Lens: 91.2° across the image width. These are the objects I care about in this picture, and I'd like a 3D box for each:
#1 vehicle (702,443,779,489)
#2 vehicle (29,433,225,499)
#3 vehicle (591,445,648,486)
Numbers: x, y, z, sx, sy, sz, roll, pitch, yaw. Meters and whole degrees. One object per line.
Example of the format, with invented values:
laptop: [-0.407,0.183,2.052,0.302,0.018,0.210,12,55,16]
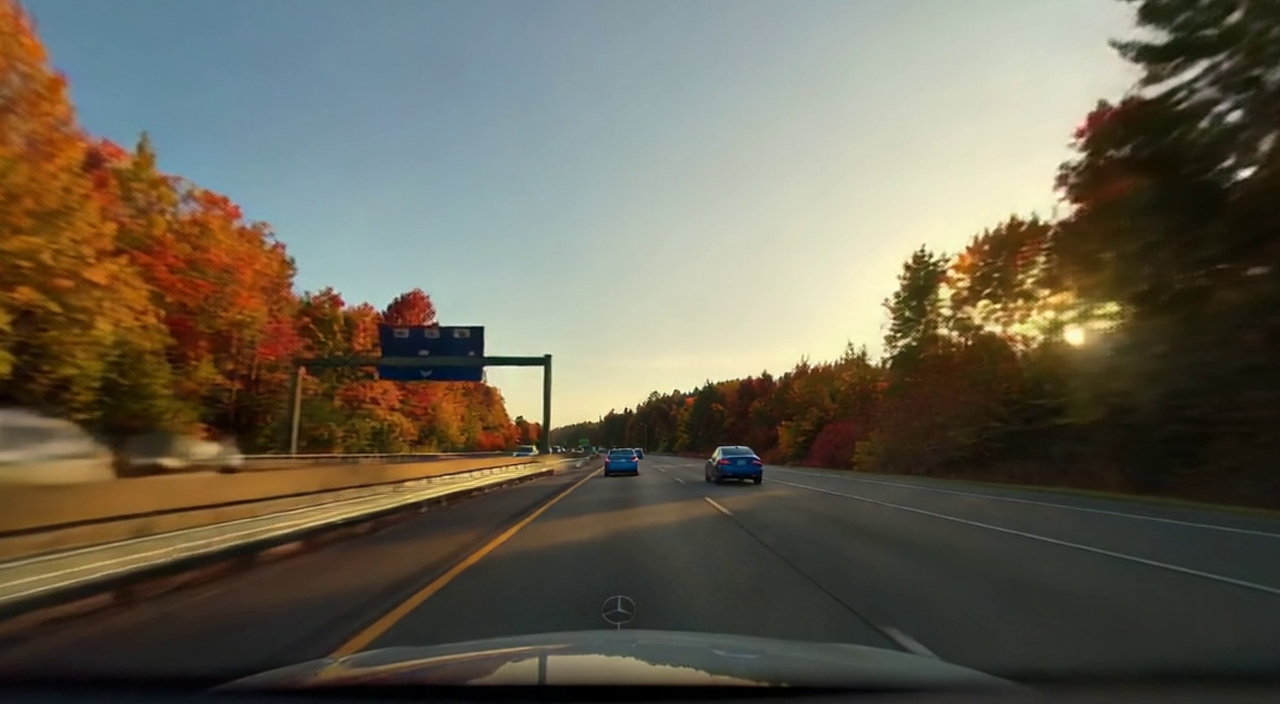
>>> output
vehicle: [3.782,4.354,24.320,2.300,1.595,4.144,0,-9,0]
vehicle: [-13.719,3.059,17.149,2.006,1.561,3.971,0,-9,-1]
vehicle: [-0.784,4.550,25.479,2.128,1.516,4.410,0,-9,0]
